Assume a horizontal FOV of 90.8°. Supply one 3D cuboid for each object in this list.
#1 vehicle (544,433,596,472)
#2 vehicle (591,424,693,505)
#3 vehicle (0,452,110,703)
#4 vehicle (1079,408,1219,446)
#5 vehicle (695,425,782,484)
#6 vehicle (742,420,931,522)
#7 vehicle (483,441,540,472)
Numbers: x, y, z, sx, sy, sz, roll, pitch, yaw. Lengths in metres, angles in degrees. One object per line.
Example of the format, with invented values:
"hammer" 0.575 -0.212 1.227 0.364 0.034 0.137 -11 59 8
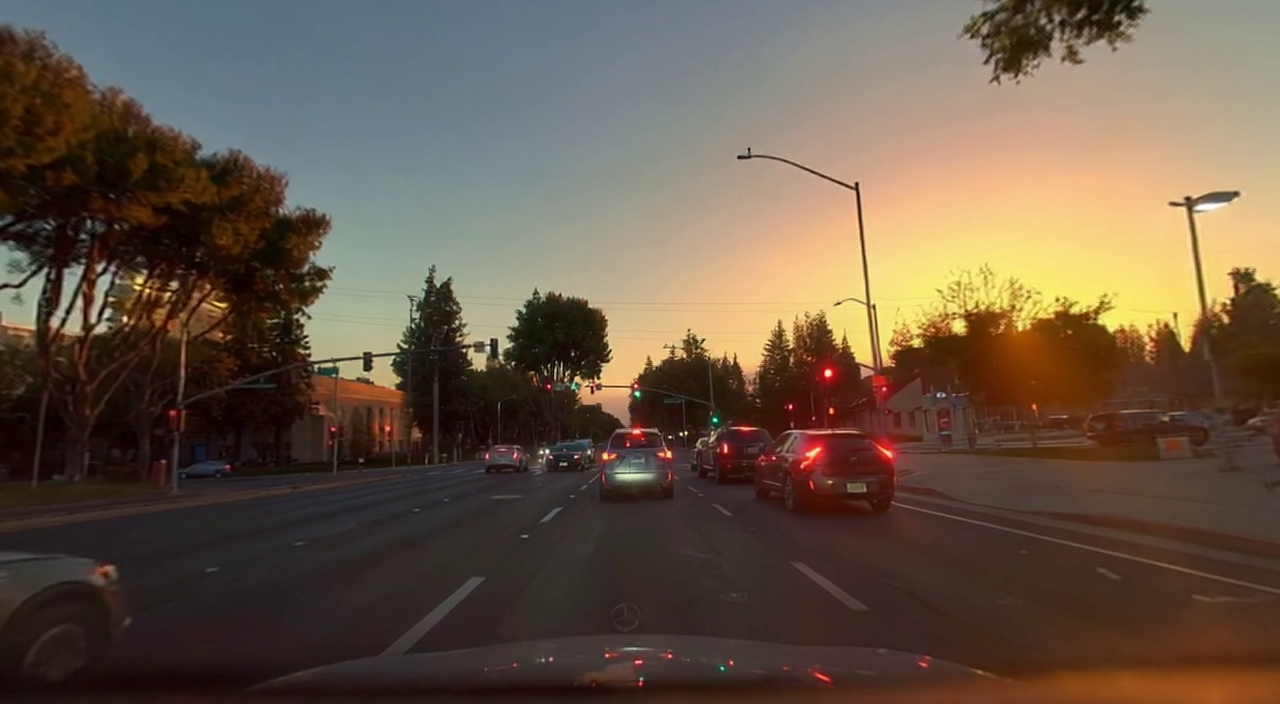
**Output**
"vehicle" -3.435 5.037 31.816 2.106 1.778 4.444 0 -9 0
"vehicle" -0.040 2.685 15.394 2.146 1.685 4.003 0 -9 -3
"vehicle" -3.517 0.834 0.893 1.980 1.321 4.113 0 -9 0
"vehicle" 24.008 3.597 29.954 4.854 1.712 2.017 0 -9 -1
"vehicle" 3.240 3.527 21.879 2.144 1.802 4.609 0 -9 -1
"vehicle" 3.604 2.298 12.721 2.198 1.660 4.512 0 -9 -2
"vehicle" -6.502 5.357 32.490 1.954 1.473 4.350 0 -9 1
